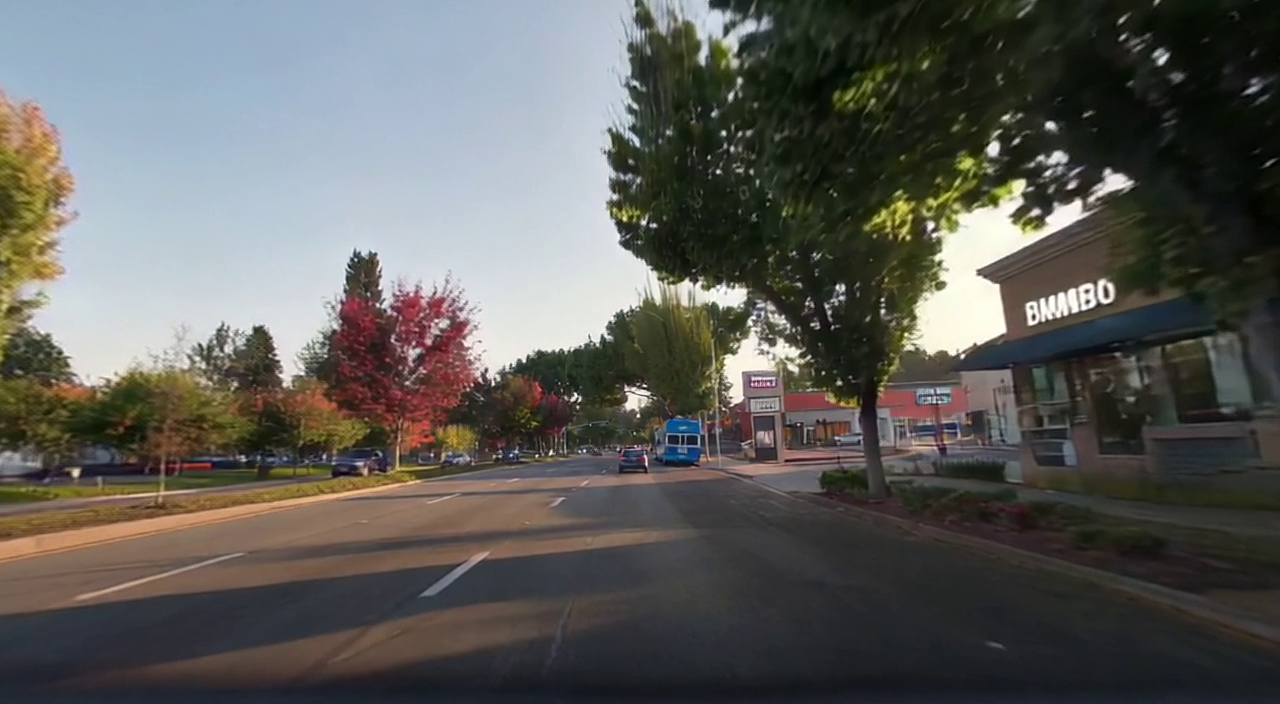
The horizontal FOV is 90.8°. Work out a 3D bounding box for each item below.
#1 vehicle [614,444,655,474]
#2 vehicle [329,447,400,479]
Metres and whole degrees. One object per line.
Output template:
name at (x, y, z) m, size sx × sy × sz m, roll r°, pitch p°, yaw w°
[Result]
vehicle at (-0.391, 5.858, 34.642) m, size 2.103 × 1.506 × 4.742 m, roll 0°, pitch -9°, yaw -2°
vehicle at (-15.532, 6.272, 35.920) m, size 2.041 × 1.685 × 4.571 m, roll 0°, pitch -9°, yaw -1°
